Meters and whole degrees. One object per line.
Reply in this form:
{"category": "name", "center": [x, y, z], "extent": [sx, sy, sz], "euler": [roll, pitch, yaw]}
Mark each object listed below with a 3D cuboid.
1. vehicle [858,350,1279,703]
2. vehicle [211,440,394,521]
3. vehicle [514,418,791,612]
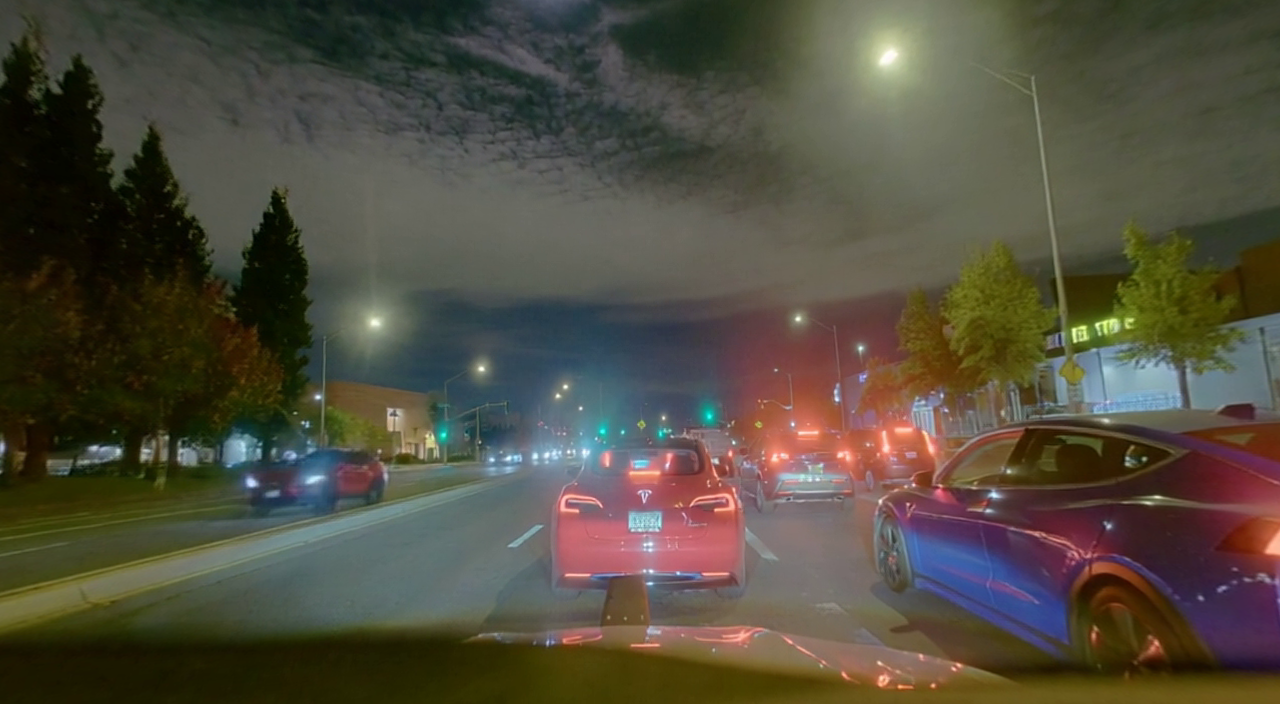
{"category": "vehicle", "center": [3.194, 1.092, 3.966], "extent": [2.038, 1.651, 4.455], "euler": [0, -8, 0]}
{"category": "vehicle", "center": [-7.875, 2.995, 15.313], "extent": [1.999, 1.662, 4.291], "euler": [0, -8, 1]}
{"category": "vehicle", "center": [0.108, 1.555, 6.916], "extent": [2.137, 1.488, 3.938], "euler": [0, -8, 0]}
